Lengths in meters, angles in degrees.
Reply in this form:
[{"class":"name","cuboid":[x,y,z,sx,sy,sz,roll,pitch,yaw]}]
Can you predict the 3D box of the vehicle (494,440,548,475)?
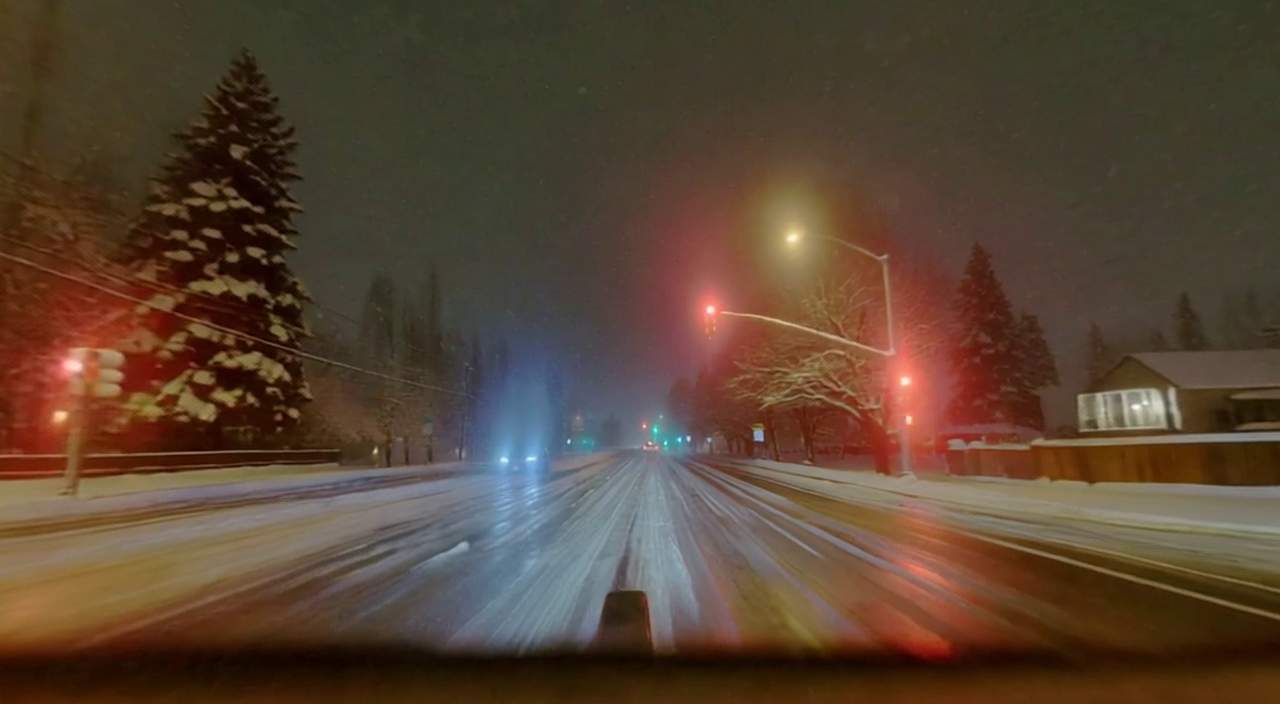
[{"class":"vehicle","cuboid":[-6.423,5.718,34.421,2.008,1.718,4.356,0,-8,1]}]
